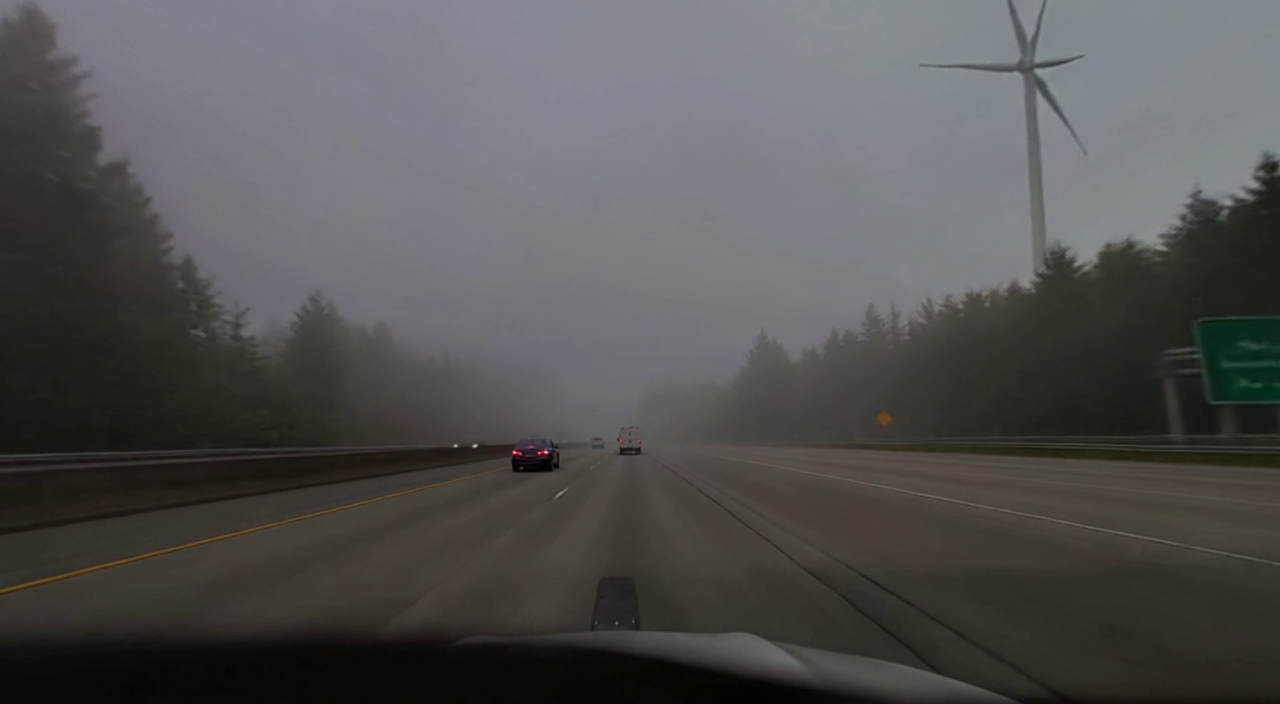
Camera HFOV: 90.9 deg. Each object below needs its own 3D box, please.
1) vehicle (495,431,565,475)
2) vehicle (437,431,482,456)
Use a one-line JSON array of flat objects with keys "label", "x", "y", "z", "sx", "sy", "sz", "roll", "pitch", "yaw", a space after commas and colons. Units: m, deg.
[{"label": "vehicle", "x": -4.123, "y": 3.821, "z": 24.173, "sx": 1.950, "sy": 1.511, "sz": 3.965, "roll": 0, "pitch": -8, "yaw": 0}, {"label": "vehicle", "x": -13.283, "y": 6.765, "z": 46.566, "sx": 1.999, "sy": 1.752, "sz": 4.588, "roll": 0, "pitch": -8, "yaw": -1}]
